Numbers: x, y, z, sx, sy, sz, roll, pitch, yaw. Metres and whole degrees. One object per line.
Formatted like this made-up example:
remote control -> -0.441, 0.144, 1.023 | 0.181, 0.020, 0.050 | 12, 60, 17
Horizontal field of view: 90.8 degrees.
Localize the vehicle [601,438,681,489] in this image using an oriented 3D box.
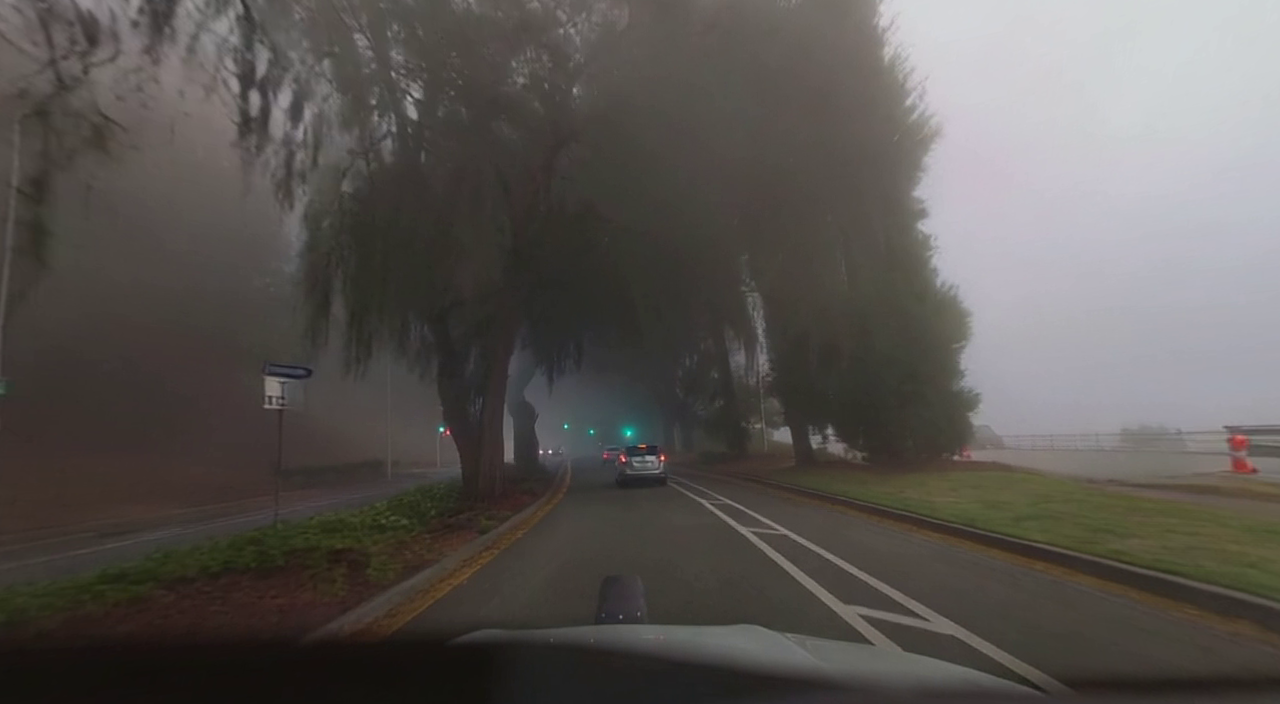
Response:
vehicle -> -0.116, 3.676, 21.160 | 2.266, 1.508, 4.430 | 1, -9, -5
